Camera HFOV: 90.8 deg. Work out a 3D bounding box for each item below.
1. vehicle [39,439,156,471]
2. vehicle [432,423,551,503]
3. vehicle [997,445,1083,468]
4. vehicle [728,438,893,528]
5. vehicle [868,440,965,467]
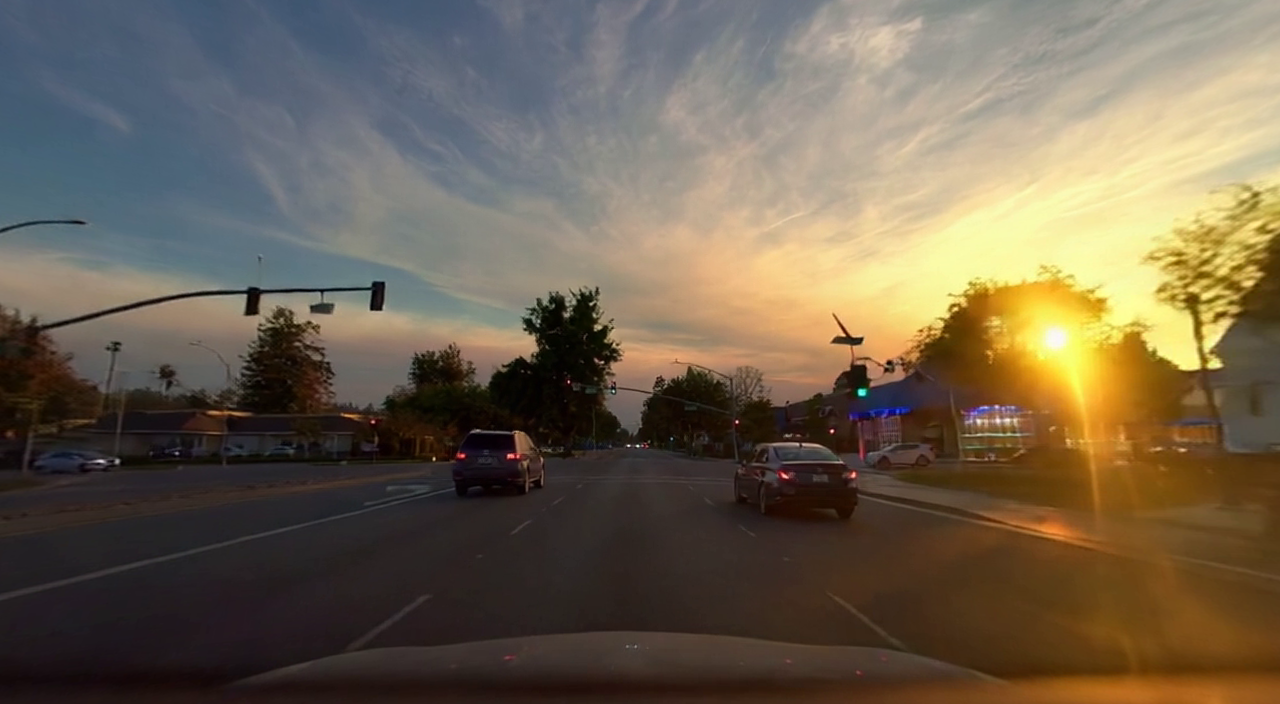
[{"bbox_3d":[-36.521,6.934,42.636,5.569,2.088,2.426,0,-8,0],"label":"vehicle"},{"bbox_3d":[-3.702,2.871,16.697,1.997,1.806,4.500,0,-8,1],"label":"vehicle"},{"bbox_3d":[28.739,7.492,45.464,4.874,1.625,1.930,0,-8,0],"label":"vehicle"},{"bbox_3d":[3.238,2.577,13.164,1.975,1.502,4.787,0,-8,-2],"label":"vehicle"},{"bbox_3d":[19.996,7.376,45.898,5.886,1.798,2.407,-1,-9,0],"label":"vehicle"}]
